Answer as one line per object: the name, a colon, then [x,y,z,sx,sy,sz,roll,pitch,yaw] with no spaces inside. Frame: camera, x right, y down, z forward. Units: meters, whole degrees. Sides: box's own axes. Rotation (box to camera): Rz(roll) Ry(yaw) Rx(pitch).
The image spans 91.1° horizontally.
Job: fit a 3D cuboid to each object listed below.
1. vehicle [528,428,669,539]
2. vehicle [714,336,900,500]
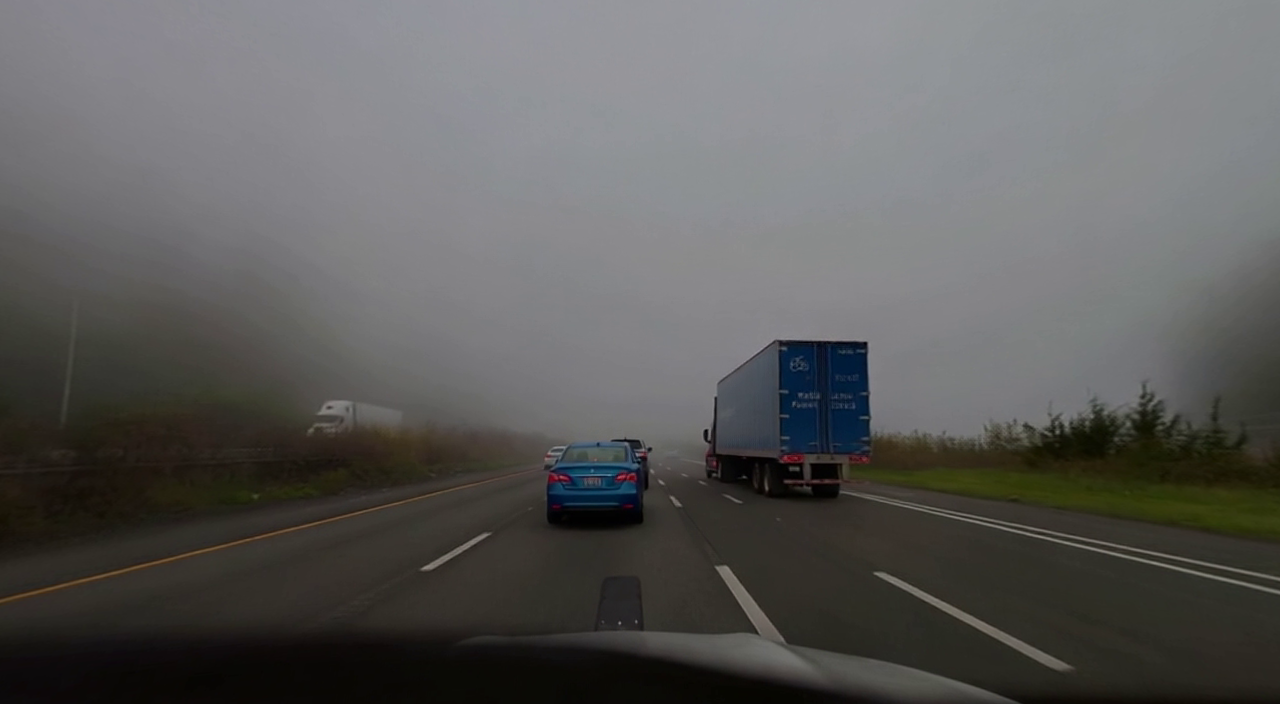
vehicle: [-0.604,2.198,11.057,2.038,1.582,3.729,0,-9,0]
vehicle: [4.901,2.667,22.521,2.825,4.043,14.051,0,-9,0]
